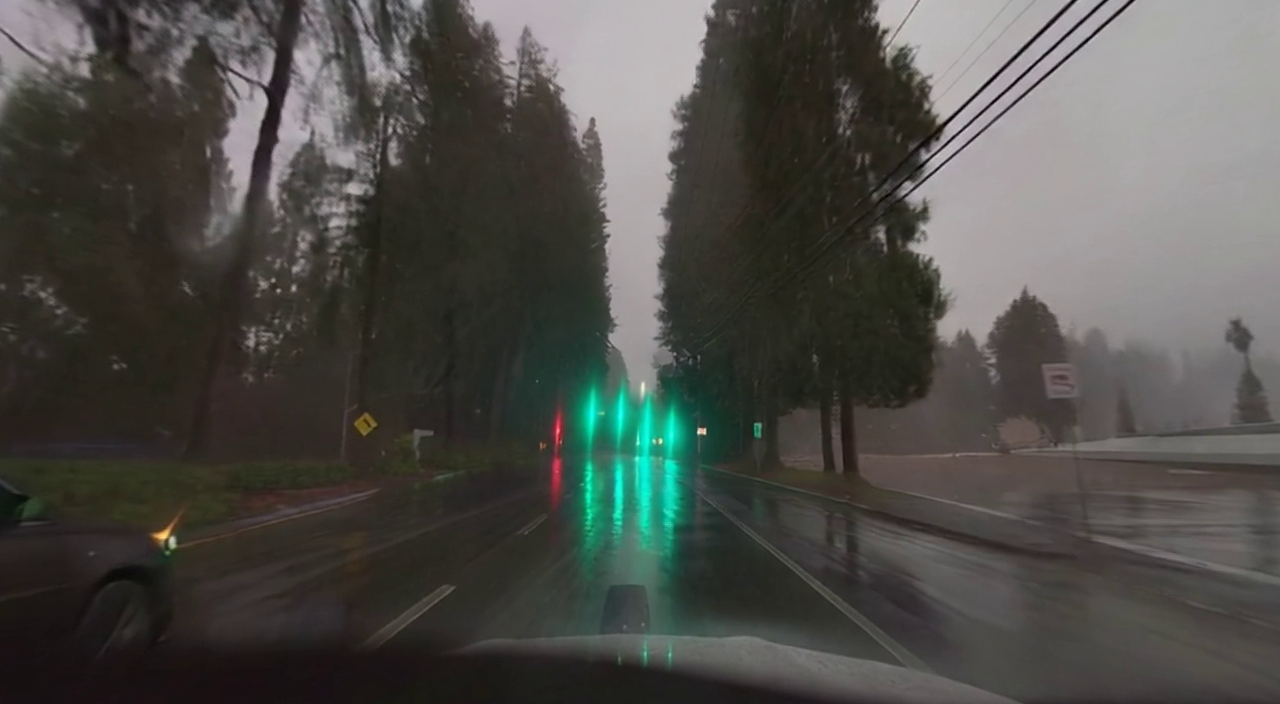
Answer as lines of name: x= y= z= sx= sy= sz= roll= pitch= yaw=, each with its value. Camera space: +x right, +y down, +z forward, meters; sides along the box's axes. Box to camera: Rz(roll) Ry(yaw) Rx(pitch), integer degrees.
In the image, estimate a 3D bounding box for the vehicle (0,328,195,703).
vehicle: x=-3.822 y=0.615 z=1.380 sx=2.161 sy=1.796 sz=4.738 roll=0 pitch=-8 yaw=1
